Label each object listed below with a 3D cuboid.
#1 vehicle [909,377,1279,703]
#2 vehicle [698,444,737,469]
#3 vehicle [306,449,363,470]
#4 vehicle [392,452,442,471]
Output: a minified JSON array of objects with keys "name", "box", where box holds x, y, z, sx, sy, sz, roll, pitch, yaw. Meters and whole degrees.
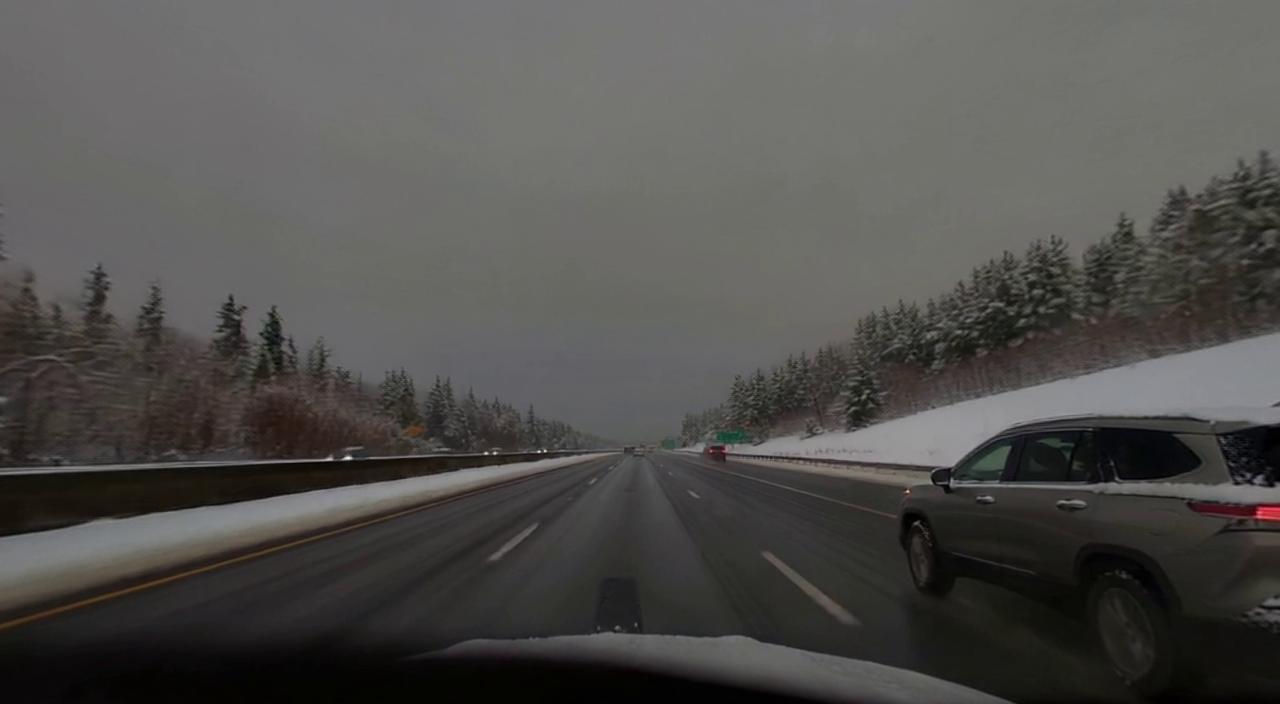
[{"name":"vehicle","box":[3.475,1.167,3.787,1.784,1.733,4.141,0,-9,-1]},{"name":"vehicle","box":[5.498,7.491,45.071,2.006,1.652,4.417,0,-9,-3]},{"name":"vehicle","box":[-22.627,7.955,46.607,1.891,1.466,4.701,0,-9,0]},{"name":"vehicle","box":[-15.267,7.481,43.113,1.805,1.197,4.391,-1,-9,1]}]
